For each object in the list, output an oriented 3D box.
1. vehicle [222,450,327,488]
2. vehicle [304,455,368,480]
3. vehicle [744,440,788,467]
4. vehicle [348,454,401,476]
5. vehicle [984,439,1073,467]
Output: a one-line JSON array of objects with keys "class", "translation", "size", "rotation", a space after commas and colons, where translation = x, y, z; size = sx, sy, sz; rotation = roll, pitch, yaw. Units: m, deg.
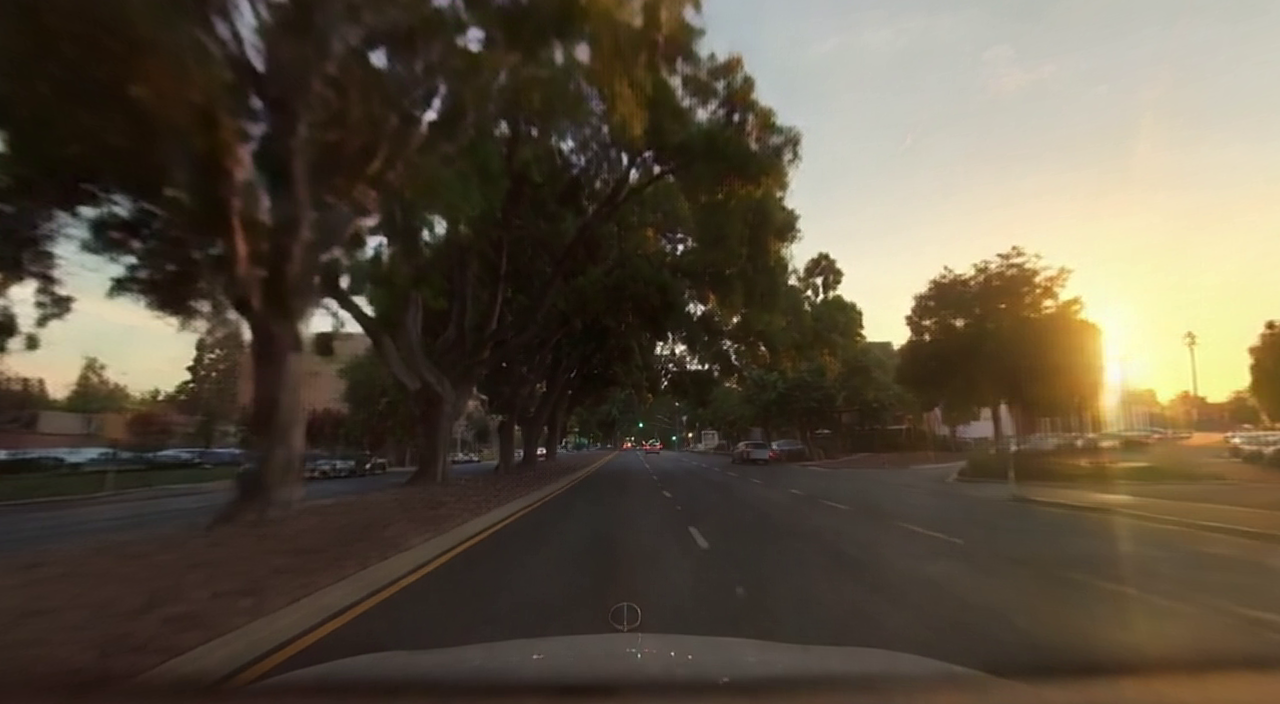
[{"class": "vehicle", "translation": [-20.127, 6.427, 35.210], "size": [2.208, 1.882, 5.826], "rotation": [-1, -9, 2]}, {"class": "vehicle", "translation": [-19.846, 7.571, 41.507], "size": [1.795, 1.452, 4.718], "rotation": [0, -9, 1]}, {"class": "vehicle", "translation": [9.071, 7.337, 45.737], "size": [1.994, 1.738, 4.622], "rotation": [4, -9, -2]}, {"class": "vehicle", "translation": [-19.829, 8.449, 47.404], "size": [1.840, 1.464, 4.781], "rotation": [0, -9, 1]}, {"class": "vehicle", "translation": [23.634, 6.151, 38.509], "size": [4.518, 1.599, 1.850], "rotation": [2, -9, -14]}]
